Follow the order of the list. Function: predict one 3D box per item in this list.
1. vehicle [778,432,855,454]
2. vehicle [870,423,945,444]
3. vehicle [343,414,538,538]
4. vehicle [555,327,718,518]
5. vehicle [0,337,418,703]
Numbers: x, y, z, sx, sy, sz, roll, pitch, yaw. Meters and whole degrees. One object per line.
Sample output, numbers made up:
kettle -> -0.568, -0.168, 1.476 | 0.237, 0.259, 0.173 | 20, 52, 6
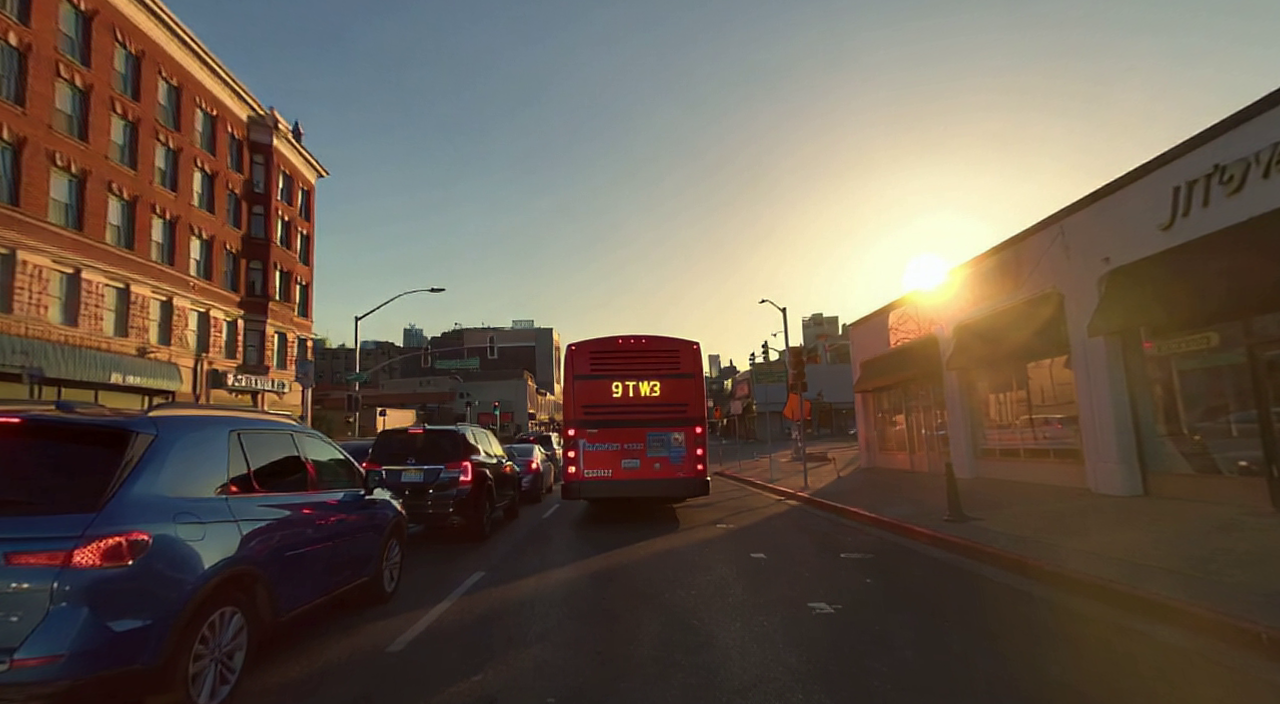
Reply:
vehicle -> 11.977, 6.207, 43.059 | 4.774, 1.492, 1.802 | -1, -9, 7
vehicle -> 19.940, 6.095, 47.198 | 4.827, 1.555, 1.863 | 1, -9, -6
vehicle -> -3.343, 2.196, 11.779 | 2.096, 1.828, 4.669 | 0, -8, 0
vehicle -> -0.292, 1.990, 16.531 | 2.938, 3.468, 9.972 | 0, -8, -3
vehicle -> -3.208, 1.091, 3.984 | 2.020, 1.725, 4.384 | 0, -8, 0
